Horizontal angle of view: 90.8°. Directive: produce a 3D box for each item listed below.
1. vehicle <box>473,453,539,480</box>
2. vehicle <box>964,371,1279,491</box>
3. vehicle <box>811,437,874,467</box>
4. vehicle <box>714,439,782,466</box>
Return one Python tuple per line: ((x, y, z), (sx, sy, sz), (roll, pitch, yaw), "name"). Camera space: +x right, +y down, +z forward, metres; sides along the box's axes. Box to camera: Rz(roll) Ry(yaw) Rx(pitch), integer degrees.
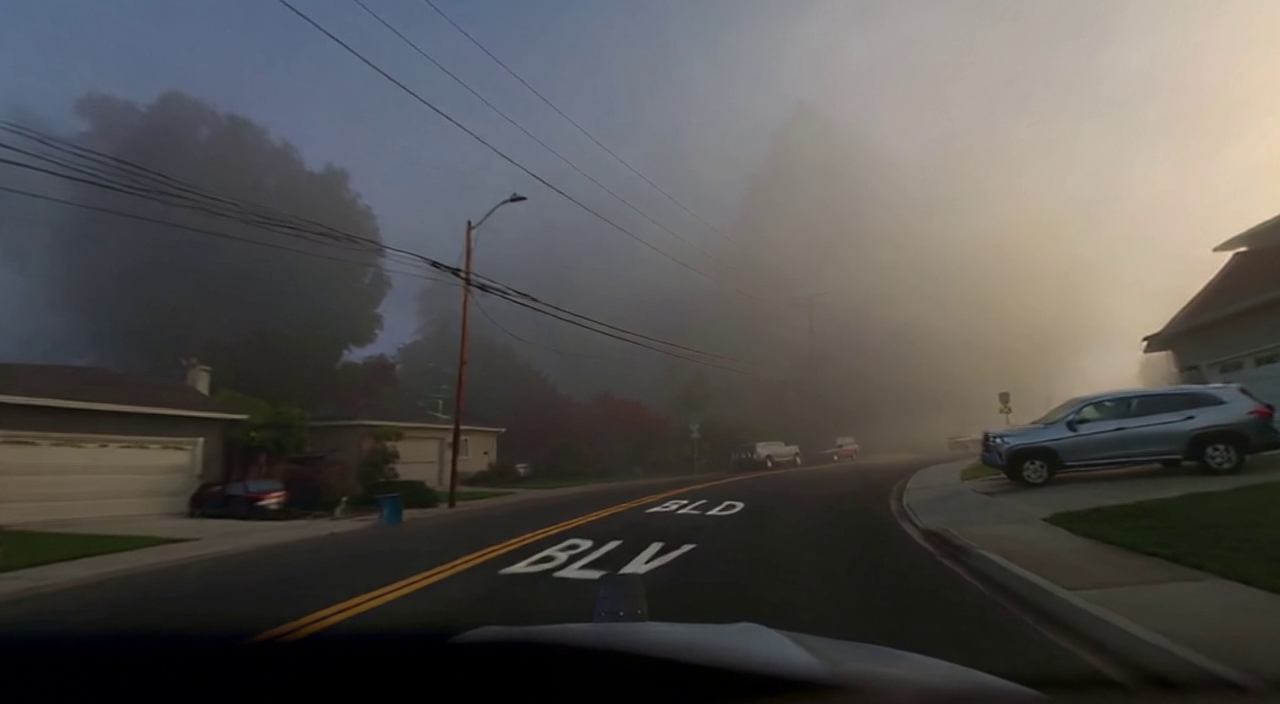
((-8.027, 6.820, 37.749), (3.697, 1.489, 1.842), (-7, -11, 38), "vehicle")
((9.312, 1.592, 12.395), (5.011, 2.014, 2.056), (-4, -9, 23), "vehicle")
((13.525, 6.722, 42.058), (2.056, 1.726, 4.463), (-13, -17, 42), "vehicle")
((7.540, 7.051, 44.566), (2.155, 1.802, 4.758), (5, -10, -30), "vehicle")
